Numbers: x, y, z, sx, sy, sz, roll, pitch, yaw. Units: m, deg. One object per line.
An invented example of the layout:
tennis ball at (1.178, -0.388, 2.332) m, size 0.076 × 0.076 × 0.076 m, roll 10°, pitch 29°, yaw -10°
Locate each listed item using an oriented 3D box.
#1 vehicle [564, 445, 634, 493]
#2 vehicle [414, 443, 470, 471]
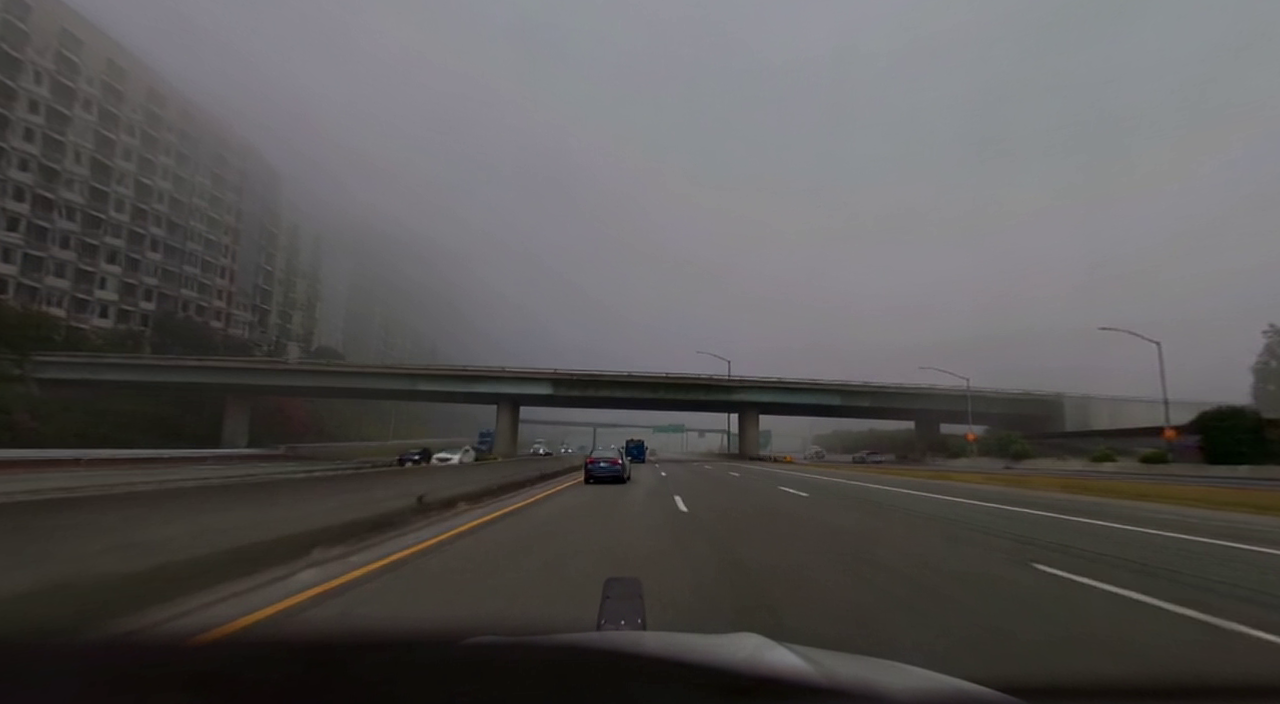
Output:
vehicle at (-1.313, 4.004, 21.999) m, size 2.039 × 1.478 × 4.483 m, roll 0°, pitch -9°, yaw 1°
vehicle at (-12.237, 6.510, 39.218) m, size 1.911 × 1.633 × 4.305 m, roll 0°, pitch -9°, yaw 2°
